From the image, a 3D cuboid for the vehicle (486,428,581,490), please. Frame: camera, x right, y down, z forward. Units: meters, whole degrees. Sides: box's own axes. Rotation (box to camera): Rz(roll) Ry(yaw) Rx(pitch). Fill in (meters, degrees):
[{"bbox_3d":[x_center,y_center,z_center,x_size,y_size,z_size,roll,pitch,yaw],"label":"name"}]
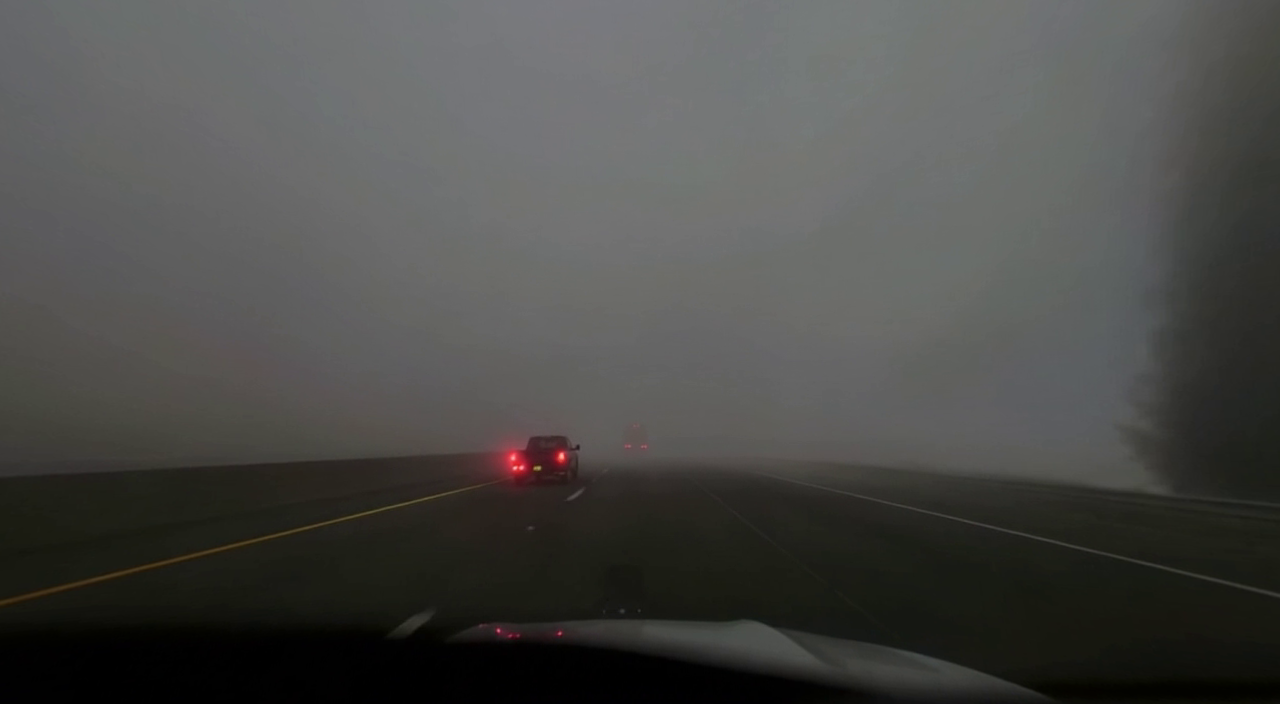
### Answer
[{"bbox_3d":[-3.598,3.783,22.617,2.379,1.918,5.504,0,-9,1],"label":"vehicle"}]
